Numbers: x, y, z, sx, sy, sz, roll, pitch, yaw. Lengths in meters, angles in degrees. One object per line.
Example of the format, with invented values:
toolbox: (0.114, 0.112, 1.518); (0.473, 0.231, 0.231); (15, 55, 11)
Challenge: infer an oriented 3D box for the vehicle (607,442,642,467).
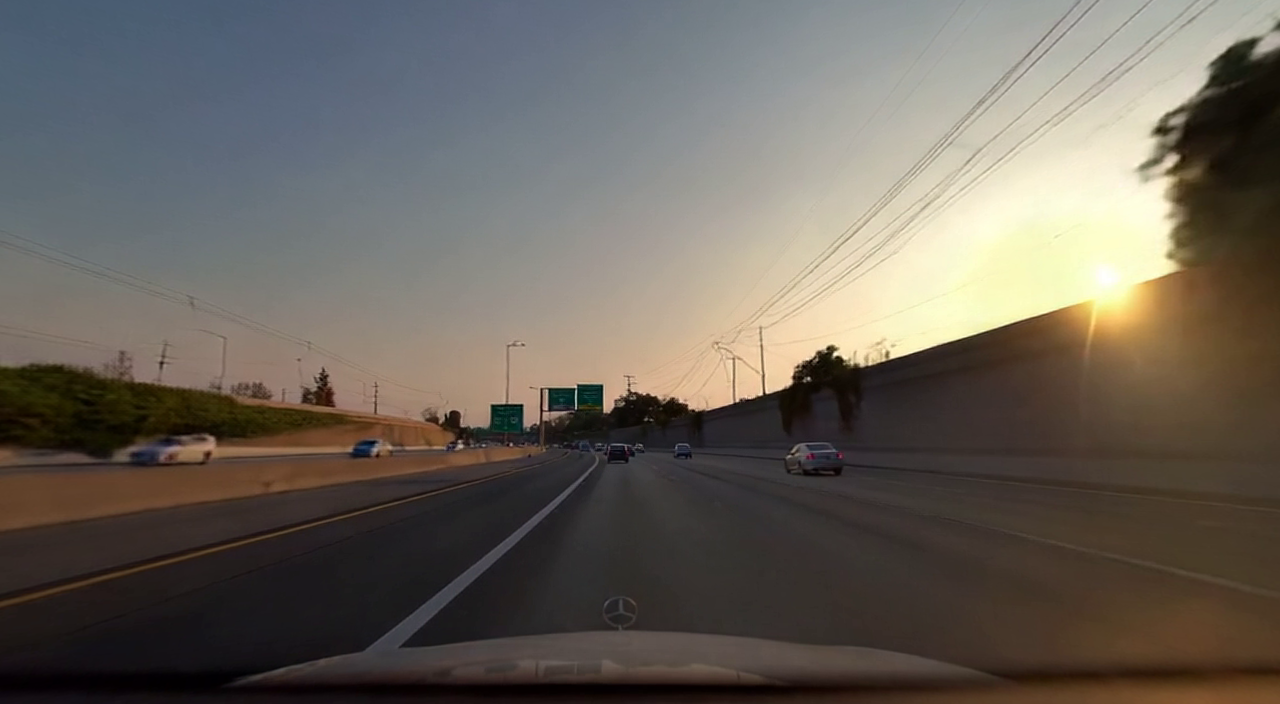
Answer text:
vehicle: (-1.080, 6.674, 41.358); (2.109, 1.489, 4.027); (0, -8, -4)

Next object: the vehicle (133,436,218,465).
vehicle: (-32.280, 6.846, 44.211); (2.028, 1.866, 5.383); (0, -8, -3)

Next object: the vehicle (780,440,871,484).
vehicle: (6.687, 4.008, 23.332); (1.876, 1.451, 4.154); (0, -8, -3)

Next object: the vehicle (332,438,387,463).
vehicle: (-21.871, 7.699, 49.613); (2.115, 1.861, 5.374); (0, -8, -3)
